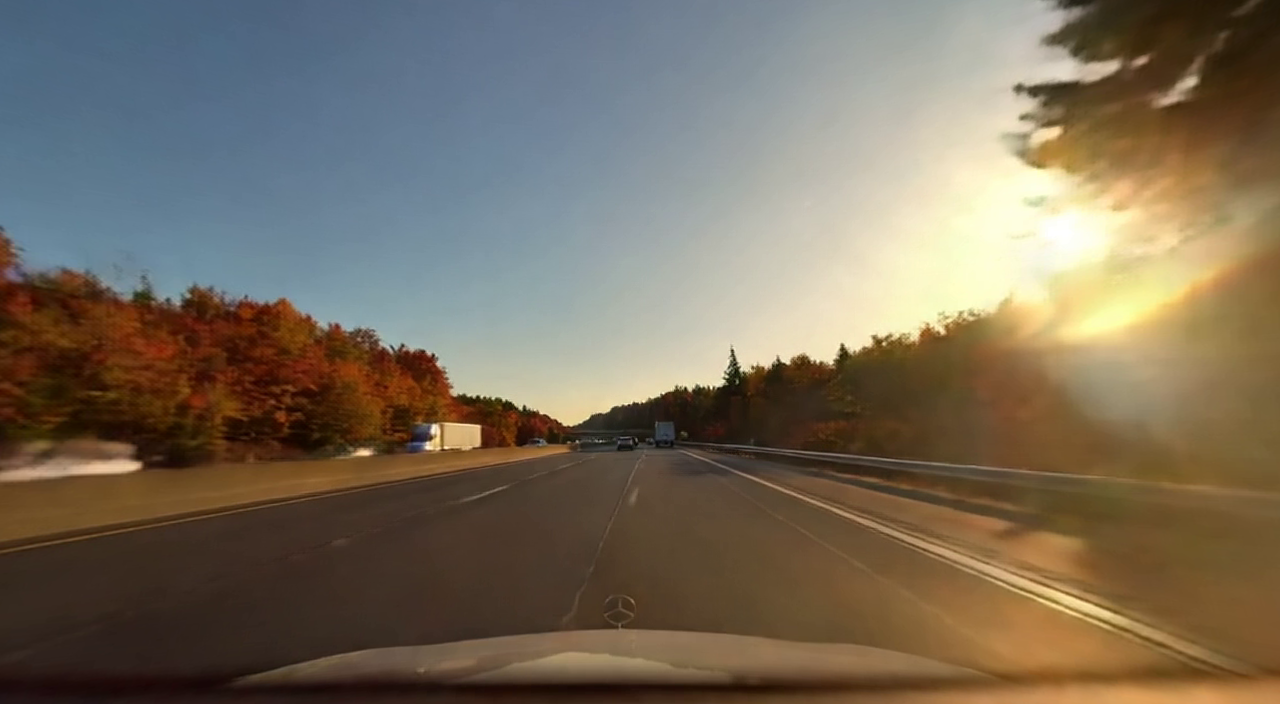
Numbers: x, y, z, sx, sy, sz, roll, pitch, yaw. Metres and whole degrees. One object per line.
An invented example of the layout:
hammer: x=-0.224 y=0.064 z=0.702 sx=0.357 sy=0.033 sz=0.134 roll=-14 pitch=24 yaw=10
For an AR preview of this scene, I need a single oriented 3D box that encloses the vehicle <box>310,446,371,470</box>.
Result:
vehicle: x=-20.475 y=7.255 z=43.101 sx=1.882 sy=1.489 sz=4.332 roll=-1 pitch=-8 yaw=3
